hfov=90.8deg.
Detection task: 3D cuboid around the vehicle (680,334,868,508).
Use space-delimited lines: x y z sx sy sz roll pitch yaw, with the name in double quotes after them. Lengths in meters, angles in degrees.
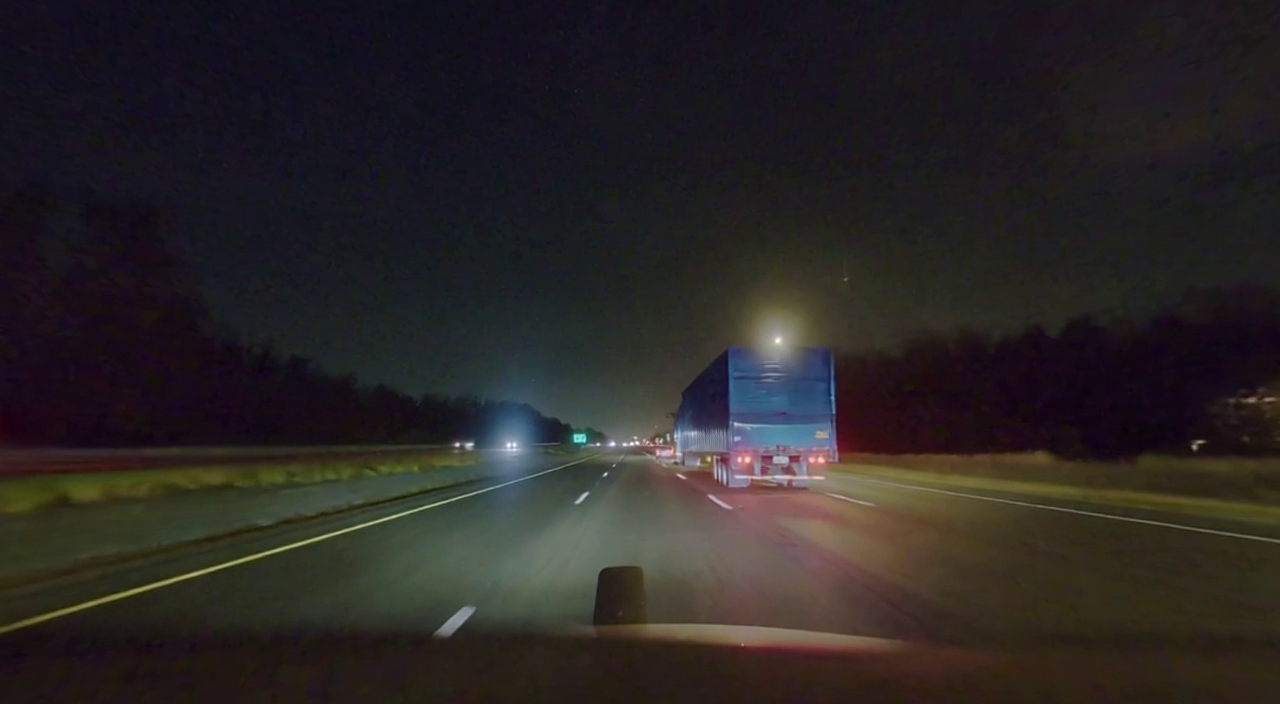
3.720 2.861 23.317 3.462 4.177 16.311 0 -9 0 "vehicle"
